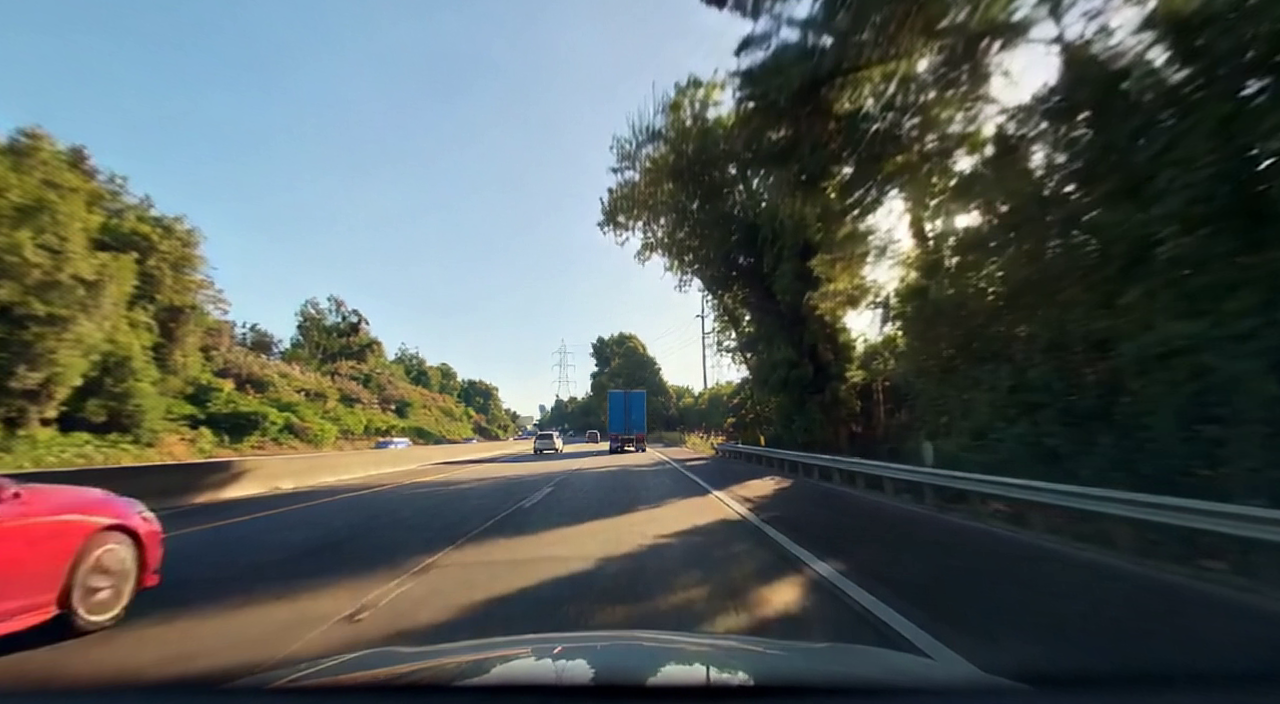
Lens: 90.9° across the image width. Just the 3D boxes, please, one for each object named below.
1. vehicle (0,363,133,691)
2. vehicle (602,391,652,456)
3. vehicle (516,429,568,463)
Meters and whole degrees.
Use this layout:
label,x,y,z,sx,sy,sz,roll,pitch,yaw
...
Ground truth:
label,x,y,z,sx,sy,sz,roll,pitch,yaw
vehicle,-4.216,0.671,1.620,2.117,1.618,4.480,0,-7,-1
vehicle,-0.814,4.892,42.463,2.955,3.851,9.915,0,-8,-1
vehicle,-4.669,4.548,30.678,1.934,1.549,4.194,0,-7,-1
